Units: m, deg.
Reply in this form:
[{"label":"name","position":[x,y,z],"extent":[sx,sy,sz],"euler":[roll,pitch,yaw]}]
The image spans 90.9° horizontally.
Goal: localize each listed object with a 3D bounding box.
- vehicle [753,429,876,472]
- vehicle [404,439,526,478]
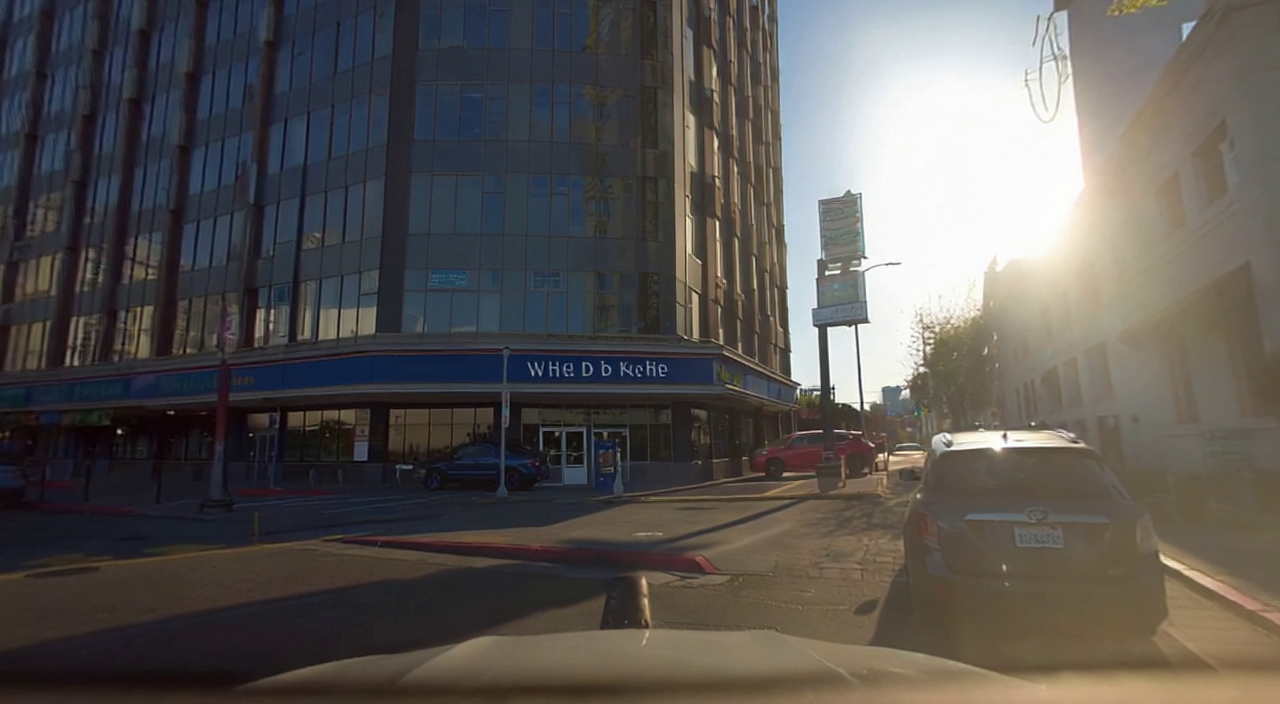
[{"label":"vehicle","position":[7.383,4.184,26.765],"extent":[4.706,1.663,1.993],"euler":[-4,-9,26]},{"label":"vehicle","position":[-7.654,4.655,27.732],"extent":[4.814,1.618,1.869],"euler":[-2,-9,11]}]
